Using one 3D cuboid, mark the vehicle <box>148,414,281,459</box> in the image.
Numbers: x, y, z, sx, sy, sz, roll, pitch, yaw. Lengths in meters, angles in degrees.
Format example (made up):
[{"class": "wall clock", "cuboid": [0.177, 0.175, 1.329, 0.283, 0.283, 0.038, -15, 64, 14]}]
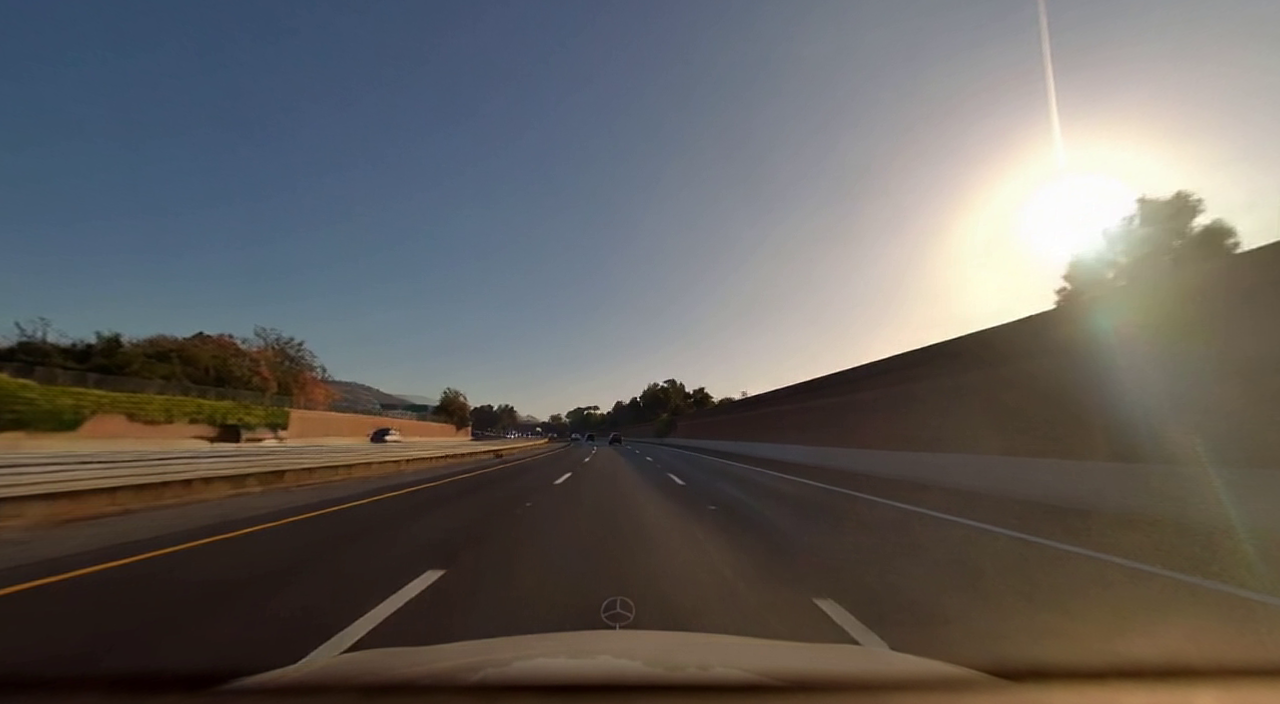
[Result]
[{"class": "vehicle", "cuboid": [-17.546, 3.547, 26.405, 2.127, 1.714, 5.132, 0, -8, -2]}]
